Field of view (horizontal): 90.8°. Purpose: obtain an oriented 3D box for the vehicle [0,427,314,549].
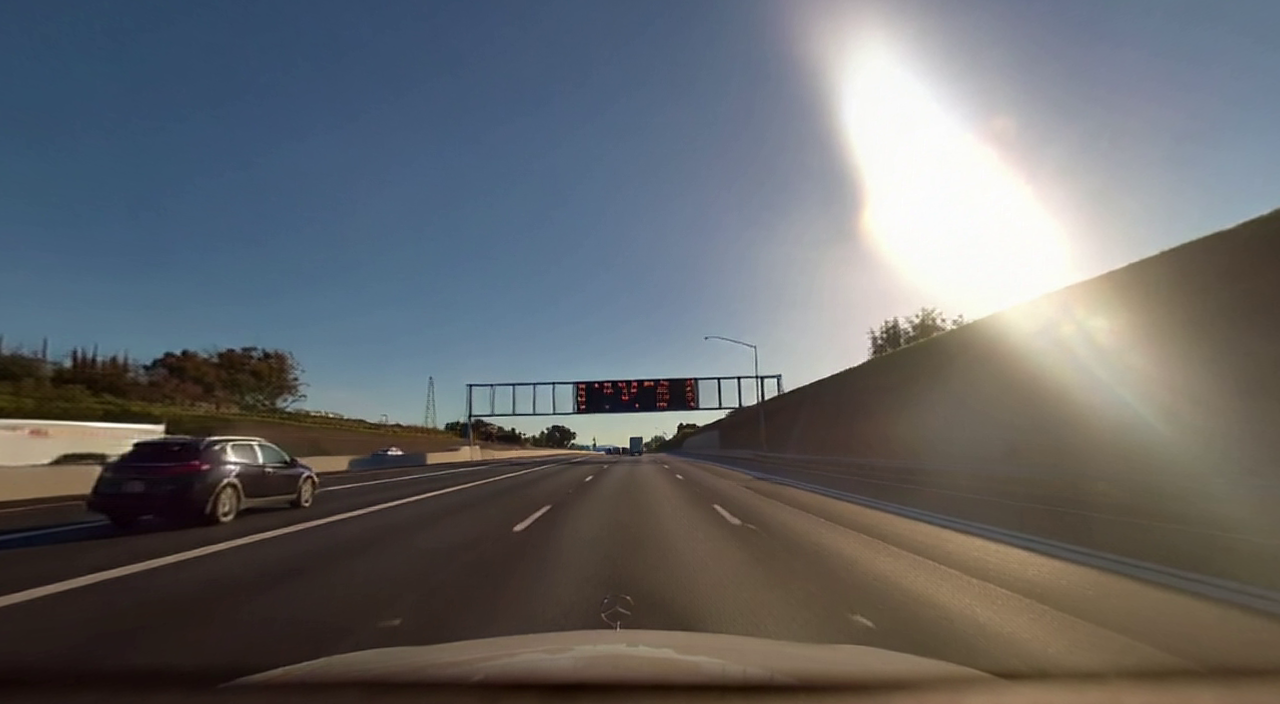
[{"bbox_3d":[-7.771,2.105,10.573,2.005,1.545,4.874,0,-8,0],"label":"vehicle"}]
